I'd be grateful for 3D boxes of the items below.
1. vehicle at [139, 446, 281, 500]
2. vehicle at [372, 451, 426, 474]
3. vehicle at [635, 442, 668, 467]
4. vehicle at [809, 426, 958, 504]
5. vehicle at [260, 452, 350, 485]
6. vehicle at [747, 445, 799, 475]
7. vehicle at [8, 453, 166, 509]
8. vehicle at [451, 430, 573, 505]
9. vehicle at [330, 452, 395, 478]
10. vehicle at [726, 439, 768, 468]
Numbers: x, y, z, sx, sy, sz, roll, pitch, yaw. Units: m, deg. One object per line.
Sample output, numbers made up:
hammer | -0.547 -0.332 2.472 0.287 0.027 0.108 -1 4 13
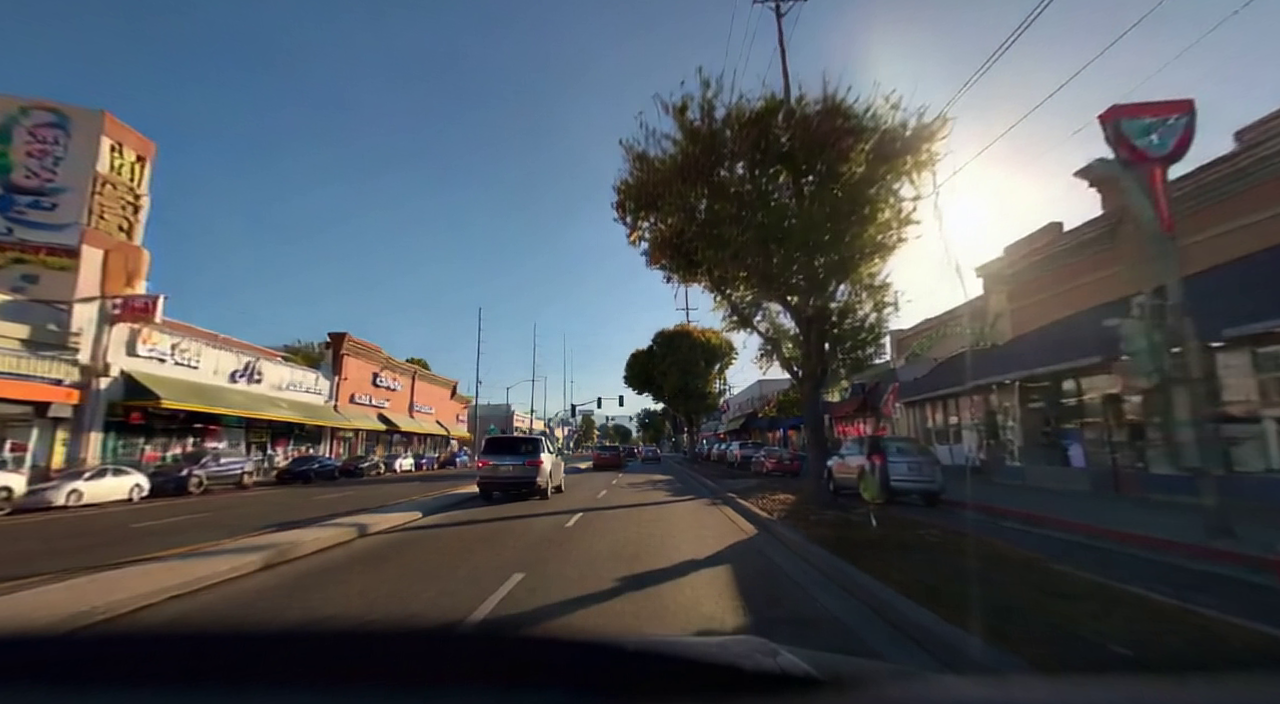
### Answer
vehicle | -16.971 4.748 25.253 2.293 1.736 4.871 -2 -7 0
vehicle | -16.736 7.688 44.072 1.800 1.470 4.548 -1 -9 3
vehicle | 0.689 6.675 41.129 2.037 1.484 4.073 0 -9 0
vehicle | 6.533 3.101 17.703 2.098 1.845 5.117 0 -9 0
vehicle | -16.919 5.870 32.157 1.984 1.494 4.815 0 -9 0
vehicle | 7.154 5.822 34.235 1.871 1.478 4.272 0 -9 0
vehicle | -17.219 4.002 19.877 1.816 1.564 3.442 0 -9 0
vehicle | -3.104 2.921 16.316 2.049 1.646 4.445 -1 -9 2
vehicle | -16.876 6.853 38.584 1.788 1.475 4.737 0 -9 0
vehicle | 7.232 6.930 43.069 2.005 1.858 5.253 0 -9 0
